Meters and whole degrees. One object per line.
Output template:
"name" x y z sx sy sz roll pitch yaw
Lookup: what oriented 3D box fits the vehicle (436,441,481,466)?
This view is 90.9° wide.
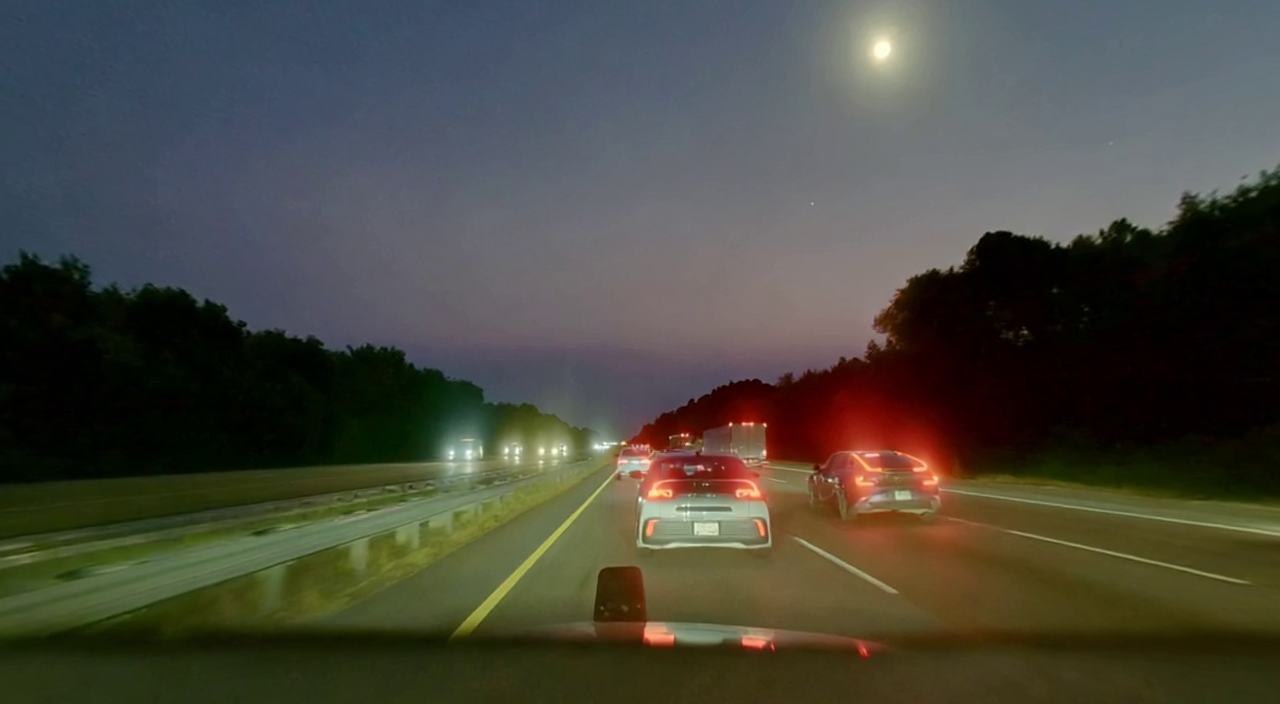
"vehicle" -13.152 7.397 45.912 1.991 1.677 4.499 0 -9 -1

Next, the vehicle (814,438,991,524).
"vehicle" 5.307 2.645 13.438 1.908 1.500 4.157 0 -9 -1

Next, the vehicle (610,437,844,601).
"vehicle" 0.719 1.785 7.551 2.094 1.426 3.725 0 -9 -2
